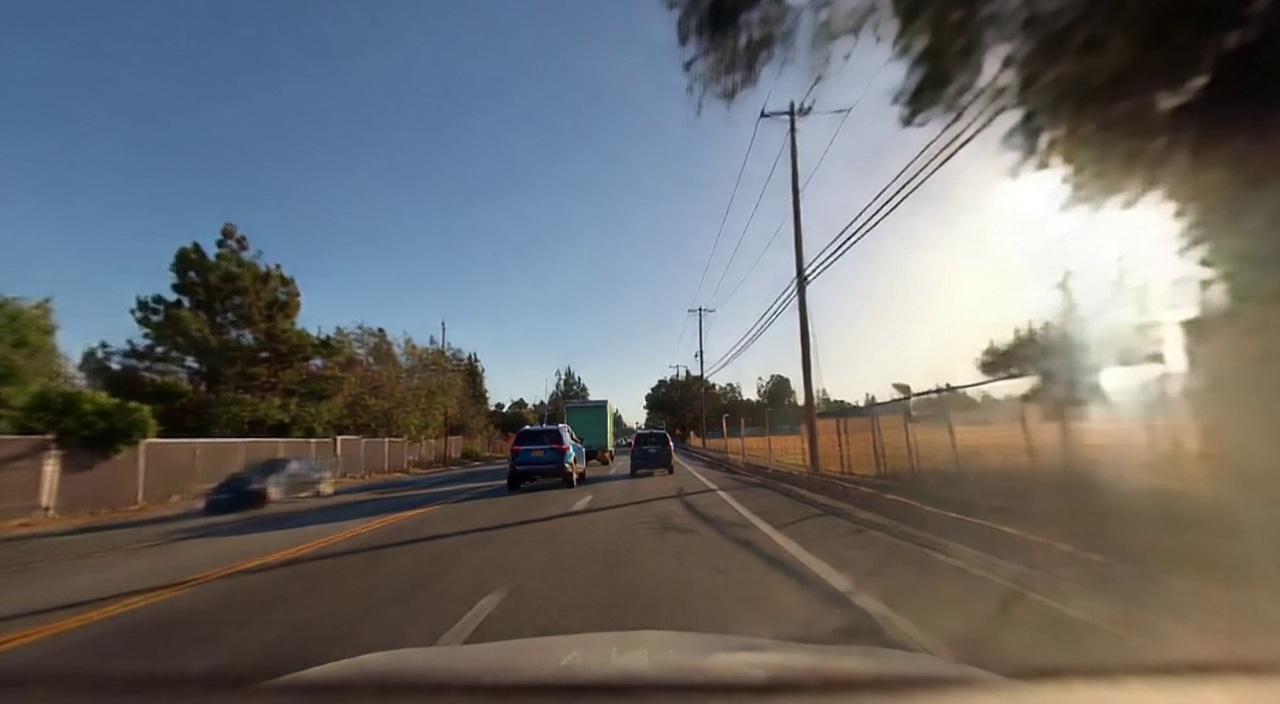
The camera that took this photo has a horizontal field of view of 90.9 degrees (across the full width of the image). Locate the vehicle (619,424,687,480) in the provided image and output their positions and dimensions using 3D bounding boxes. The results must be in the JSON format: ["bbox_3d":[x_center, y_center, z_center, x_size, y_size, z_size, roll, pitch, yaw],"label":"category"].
[{"bbox_3d":[0.411,3.494,22.228,2.174,1.749,4.113,0,-8,0],"label":"vehicle"}]

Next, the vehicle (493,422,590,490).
[{"bbox_3d":[-2.842,3.146,19.327,2.093,1.832,4.508,0,-8,2],"label":"vehicle"}]

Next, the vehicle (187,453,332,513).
[{"bbox_3d":[-11.969,4.106,20.207,2.052,1.401,4.191,-7,-8,0],"label":"vehicle"}]

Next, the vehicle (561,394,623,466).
[{"bbox_3d":[-2.617,4.814,38.035,2.928,3.658,10.953,0,-8,0],"label":"vehicle"}]
